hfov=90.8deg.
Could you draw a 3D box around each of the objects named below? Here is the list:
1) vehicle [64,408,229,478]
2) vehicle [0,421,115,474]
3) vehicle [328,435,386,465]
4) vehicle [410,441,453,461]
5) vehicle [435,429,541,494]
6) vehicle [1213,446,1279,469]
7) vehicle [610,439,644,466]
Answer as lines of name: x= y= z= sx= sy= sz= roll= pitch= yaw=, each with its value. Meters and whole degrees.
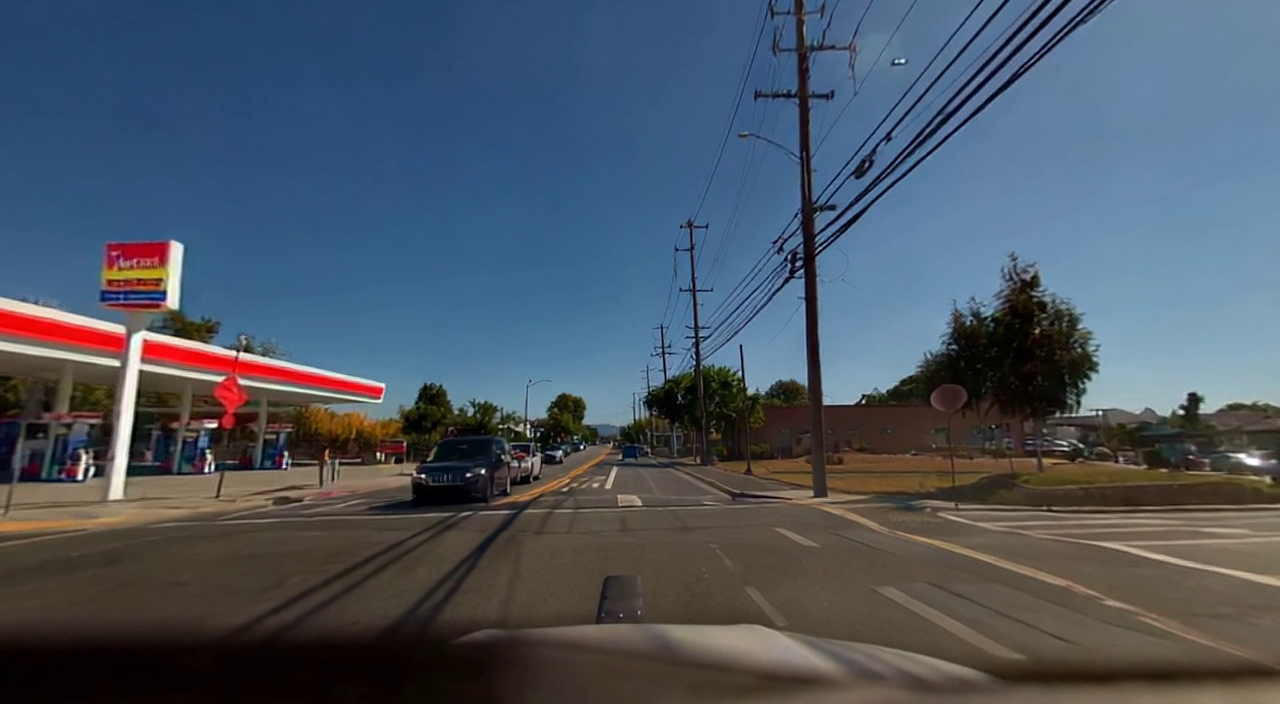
vehicle: x=-18.026 y=3.390 z=23.491 sx=2.499 sy=2.309 sz=4.613 roll=0 pitch=-9 yaw=-3
vehicle: x=-20.361 y=3.235 z=21.249 sx=1.913 sy=1.591 sz=4.374 roll=2 pitch=-10 yaw=-7
vehicle: x=-18.110 y=6.298 z=40.672 sx=1.890 sy=1.761 sz=4.578 roll=1 pitch=-8 yaw=-4
vehicle: x=-15.758 y=7.521 z=47.939 sx=1.947 sy=1.435 sz=4.606 roll=0 pitch=-8 yaw=-3
vehicle: x=-4.741 y=3.484 z=20.552 sx=2.274 sy=1.844 sz=4.843 roll=0 pitch=-8 yaw=-1
vehicle: x=43.014 y=7.307 z=43.920 sx=1.826 sy=1.508 sz=4.639 roll=1 pitch=-9 yaw=-2
vehicle: x=-0.909 y=6.581 z=41.557 sx=2.000 sy=1.663 sz=4.271 roll=1 pitch=-8 yaw=-3
